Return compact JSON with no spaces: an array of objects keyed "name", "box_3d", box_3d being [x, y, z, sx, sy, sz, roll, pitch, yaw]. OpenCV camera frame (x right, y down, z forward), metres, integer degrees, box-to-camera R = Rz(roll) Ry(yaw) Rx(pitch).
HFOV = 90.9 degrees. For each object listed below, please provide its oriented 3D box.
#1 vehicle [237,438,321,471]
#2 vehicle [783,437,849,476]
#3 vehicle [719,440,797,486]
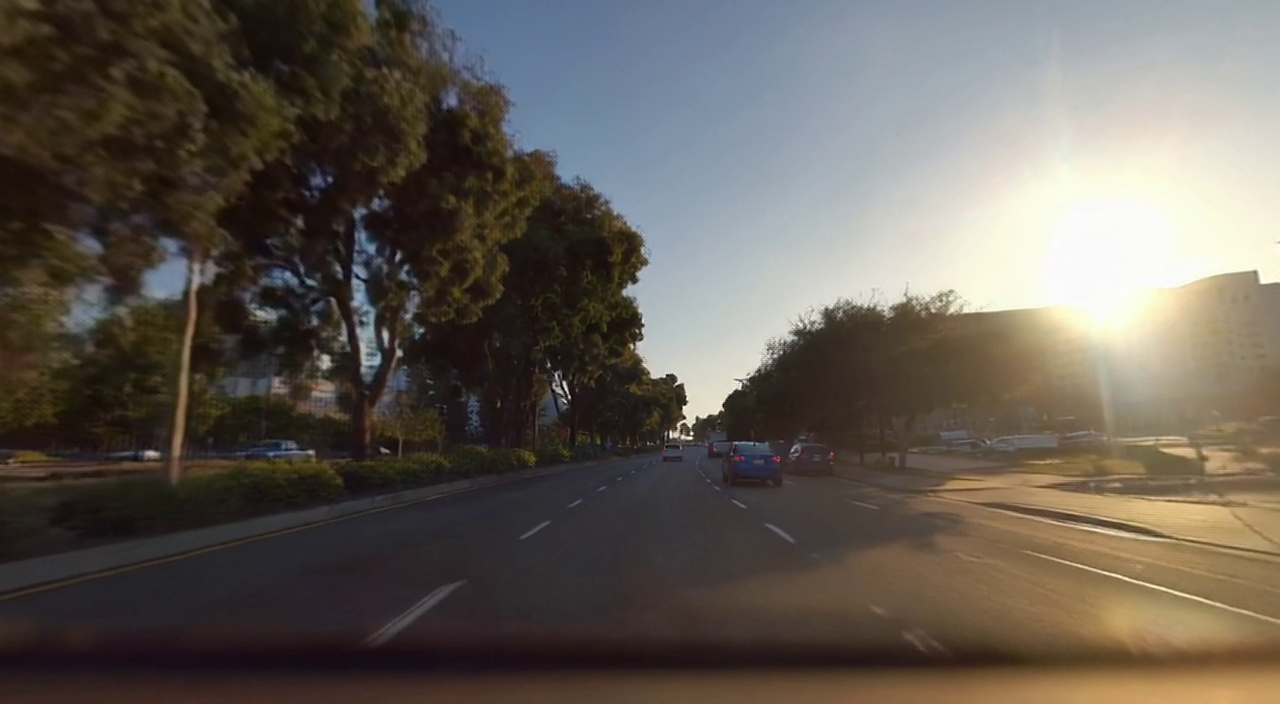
[{"name":"vehicle","box_3d":[-19.370,5.487,34.085,2.140,1.626,4.526,0,-8,-5]},{"name":"vehicle","box_3d":[8.735,5.236,31.753,2.104,1.801,4.628,0,-8,2]},{"name":"vehicle","box_3d":[4.168,3.992,22.989,1.981,1.499,4.536,0,-8,0]}]
